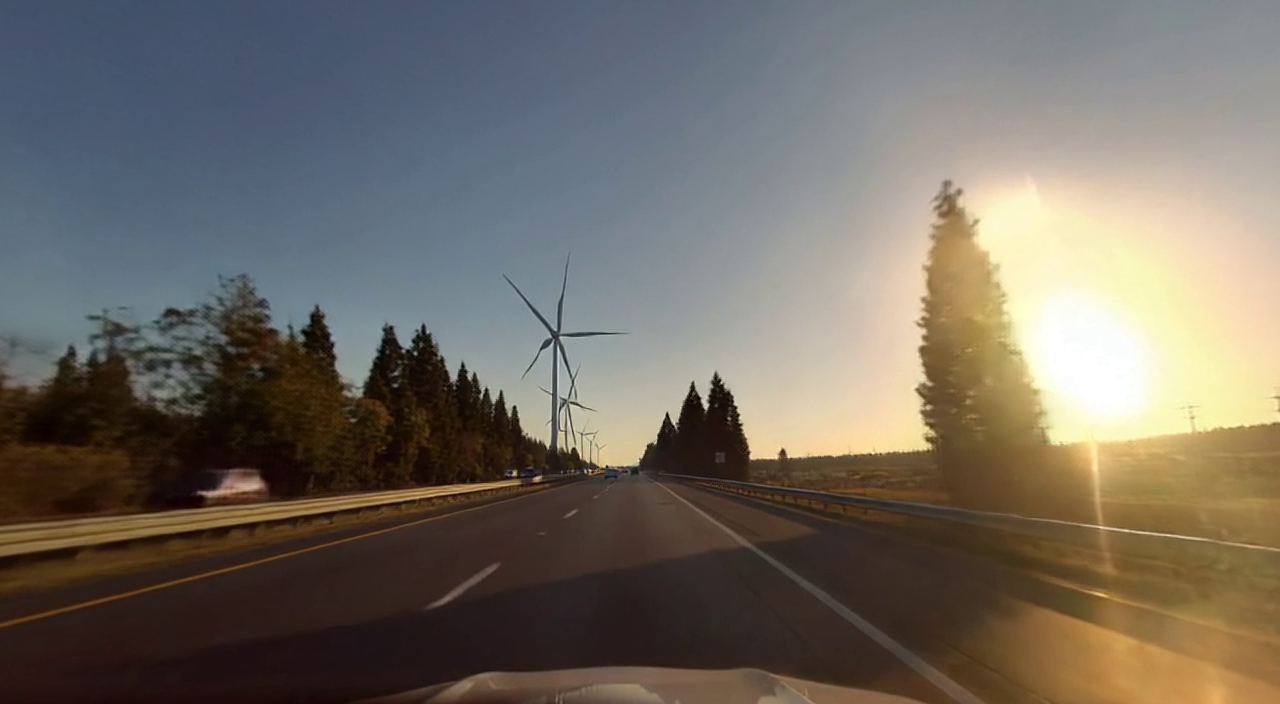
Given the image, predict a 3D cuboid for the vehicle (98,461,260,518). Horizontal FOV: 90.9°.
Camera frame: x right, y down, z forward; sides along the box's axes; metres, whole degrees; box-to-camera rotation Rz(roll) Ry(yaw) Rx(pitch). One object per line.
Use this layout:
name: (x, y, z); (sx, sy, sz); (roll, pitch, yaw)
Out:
vehicle: (-17.052, 5.097, 23.756); (2.125, 1.861, 5.167); (1, -11, 0)
